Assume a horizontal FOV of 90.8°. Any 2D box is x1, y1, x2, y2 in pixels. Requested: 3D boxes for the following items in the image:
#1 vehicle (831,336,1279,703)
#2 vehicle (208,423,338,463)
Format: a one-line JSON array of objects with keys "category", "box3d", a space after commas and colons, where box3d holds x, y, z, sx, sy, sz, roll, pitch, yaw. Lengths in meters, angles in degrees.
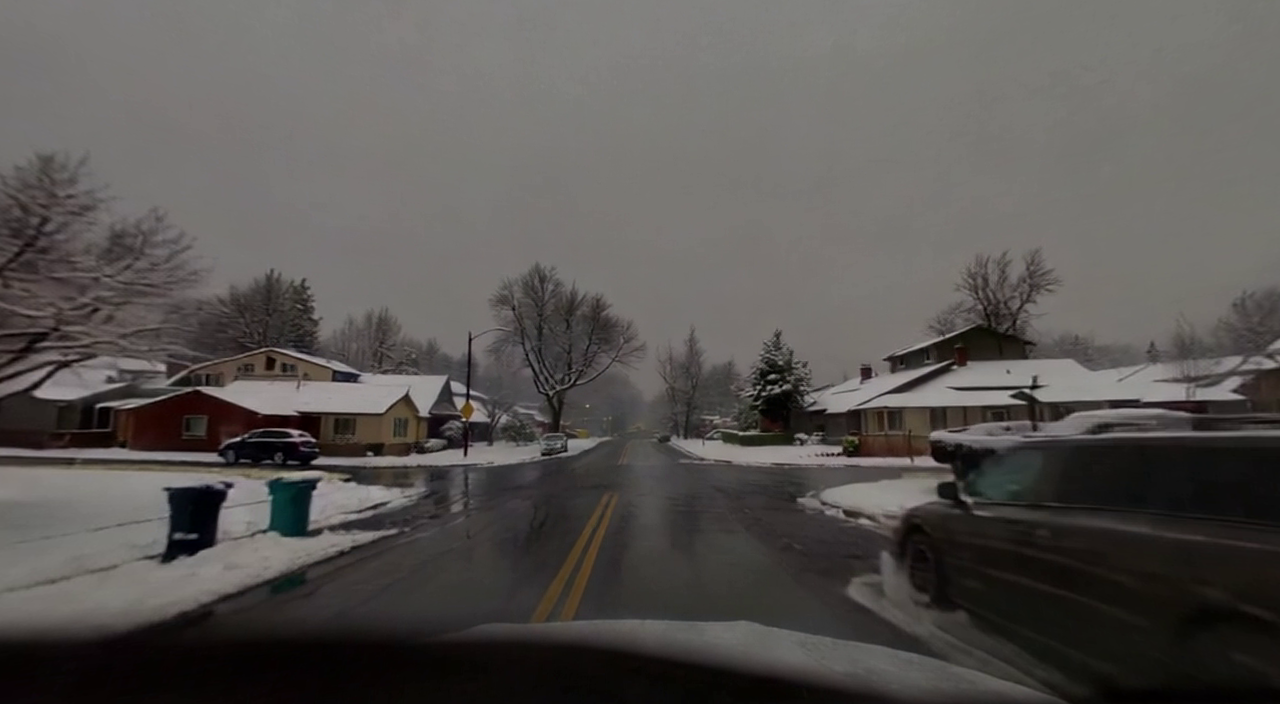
[{"category": "vehicle", "box3d": [3.056, 1.084, 3.938, 2.074, 1.646, 5.457, 2, -8, 0]}, {"category": "vehicle", "box3d": [-17.063, 4.284, 29.557, 4.722, 1.730, 2.109, 0, -11, 3]}]
